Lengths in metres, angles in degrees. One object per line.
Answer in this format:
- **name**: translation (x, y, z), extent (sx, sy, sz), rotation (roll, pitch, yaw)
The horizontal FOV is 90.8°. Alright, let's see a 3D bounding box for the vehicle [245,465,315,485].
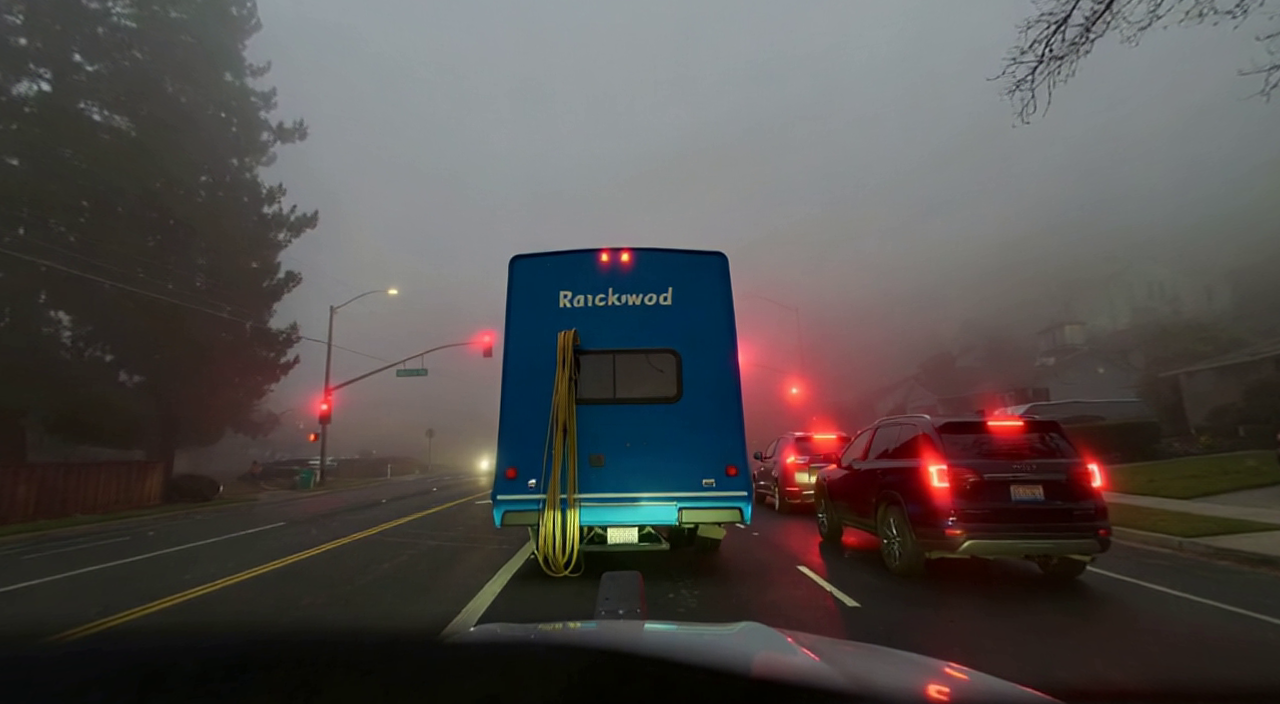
- **vehicle**: translation (-27.402, 9.359, 48.147), extent (4.187, 1.445, 1.809), rotation (0, -9, 0)

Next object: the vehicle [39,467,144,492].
- **vehicle**: translation (-35.952, 8.337, 41.482), extent (4.954, 1.506, 2.014), rotation (0, -9, -1)

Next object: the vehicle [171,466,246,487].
- **vehicle**: translation (-32.705, 9.408, 47.959), extent (4.311, 1.458, 1.707), rotation (0, -9, -3)

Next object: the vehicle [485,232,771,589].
- **vehicle**: translation (-0.110, 1.113, 10.313), extent (2.709, 3.511, 8.213), rotation (0, -9, 0)

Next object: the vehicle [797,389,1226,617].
- **vehicle**: translation (3.414, 1.489, 7.135), extent (2.104, 1.735, 4.408), rotation (0, -9, 0)
